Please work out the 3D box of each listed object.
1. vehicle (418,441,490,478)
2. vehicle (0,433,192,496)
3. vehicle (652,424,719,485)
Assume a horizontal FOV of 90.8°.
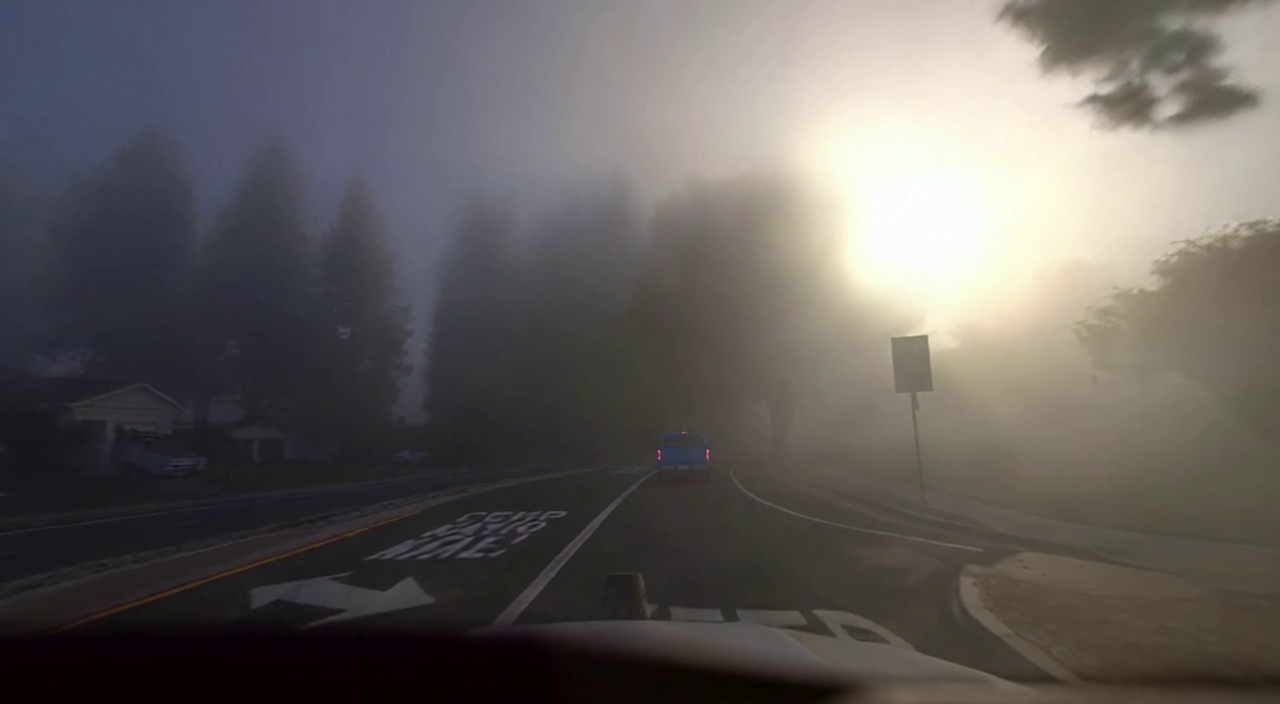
[{"bbox_3d":[-10.468,6.037,35.978,2.053,1.822,4.852,-3,-7,9],"label":"vehicle"},{"bbox_3d":[-20.689,4.269,24.253,5.208,1.960,2.385,-3,-8,-2],"label":"vehicle"},{"bbox_3d":[1.723,3.688,22.837,2.153,1.942,4.767,-1,-9,6],"label":"vehicle"}]
